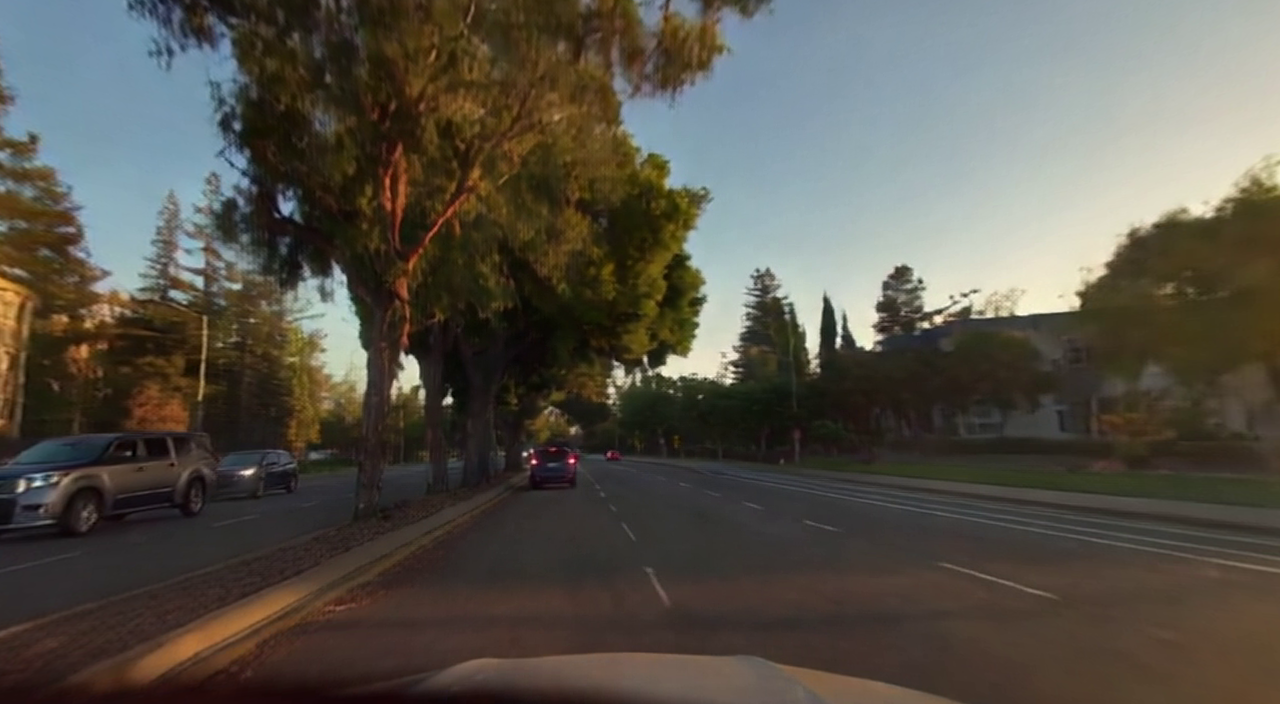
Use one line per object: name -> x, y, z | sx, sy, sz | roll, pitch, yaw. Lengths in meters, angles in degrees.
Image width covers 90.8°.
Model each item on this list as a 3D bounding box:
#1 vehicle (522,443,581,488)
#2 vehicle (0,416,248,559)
vehicle -> -3.410, 4.427, 25.052 | 2.093, 1.591, 4.247 | 1, -9, -5
vehicle -> -9.995, 2.379, 11.896 | 2.386, 2.101, 4.923 | 1, -9, -6
